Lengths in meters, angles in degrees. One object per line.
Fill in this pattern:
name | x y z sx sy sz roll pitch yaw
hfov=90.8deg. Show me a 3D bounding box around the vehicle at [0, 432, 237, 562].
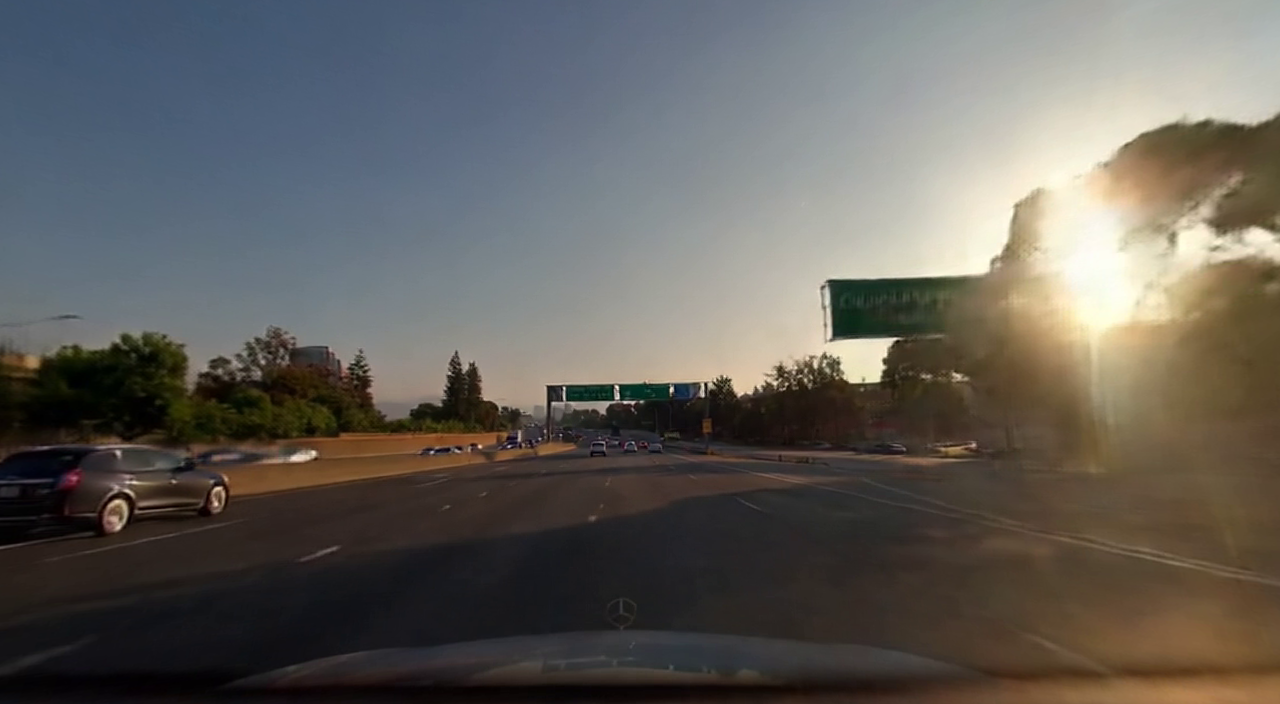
vehicle | -8.580 2.025 9.553 2.060 1.507 4.494 0 -9 -1
